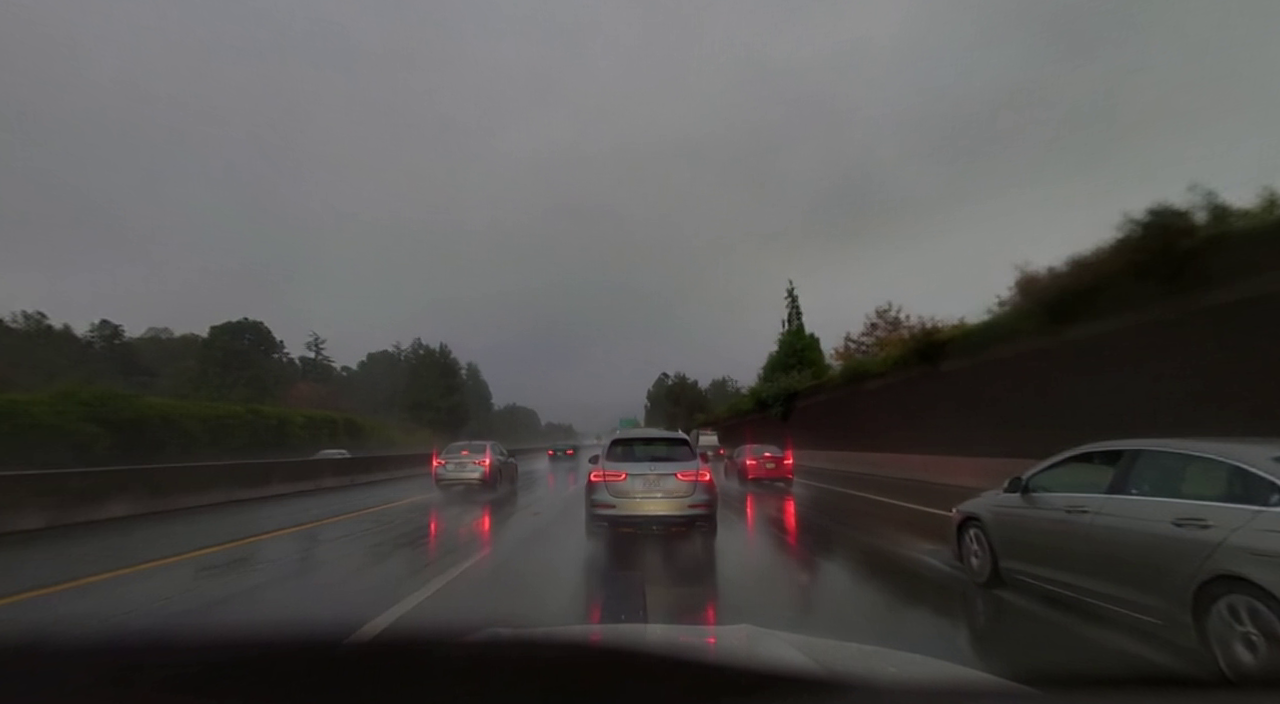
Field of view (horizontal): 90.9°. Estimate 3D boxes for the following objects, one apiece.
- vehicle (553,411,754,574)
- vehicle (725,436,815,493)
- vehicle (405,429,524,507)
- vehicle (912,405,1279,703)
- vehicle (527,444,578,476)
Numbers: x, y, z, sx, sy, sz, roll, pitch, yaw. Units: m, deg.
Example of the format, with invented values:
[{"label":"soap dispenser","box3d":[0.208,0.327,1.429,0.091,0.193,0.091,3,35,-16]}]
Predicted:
[{"label":"vehicle","box3d":[0.119,1.765,8.563,2.093,1.695,3.782,0,-9,-1]},{"label":"vehicle","box3d":[3.921,3.468,19.714,1.905,1.590,3.746,0,-9,-2]},{"label":"vehicle","box3d":[-4.235,2.867,15.923,1.890,1.708,3.844,0,-9,0]},{"label":"vehicle","box3d":[3.676,1.136,3.872,1.953,1.434,4.511,0,-9,0]},{"label":"vehicle","box3d":[-4.211,5.285,30.934,1.910,1.468,3.781,0,-9,1]}]
